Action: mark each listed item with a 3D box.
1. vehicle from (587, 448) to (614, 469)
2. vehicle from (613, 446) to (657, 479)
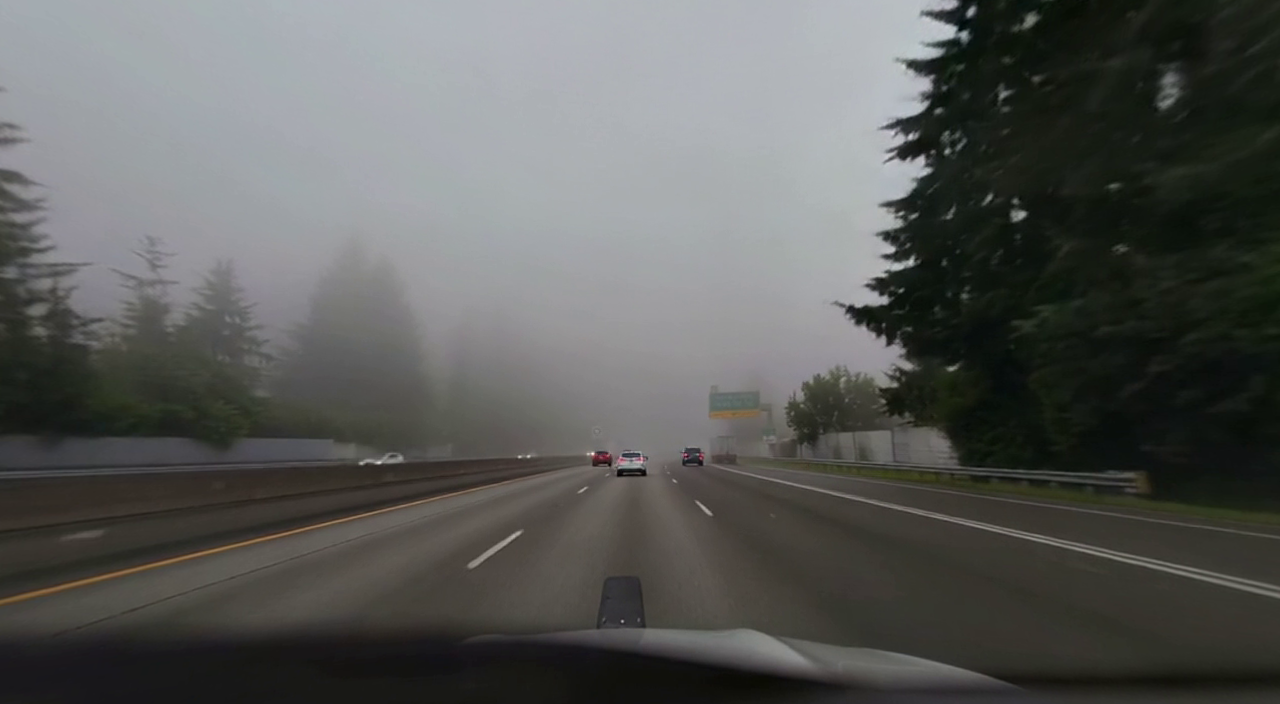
[{"bbox_3d":[-3.078,8.430,49.991,1.874,1.555,3.487,0,-9,1],"label":"vehicle"},{"bbox_3d":[-0.208,5.527,31.671,2.035,1.513,4.272,0,-9,1],"label":"vehicle"}]
